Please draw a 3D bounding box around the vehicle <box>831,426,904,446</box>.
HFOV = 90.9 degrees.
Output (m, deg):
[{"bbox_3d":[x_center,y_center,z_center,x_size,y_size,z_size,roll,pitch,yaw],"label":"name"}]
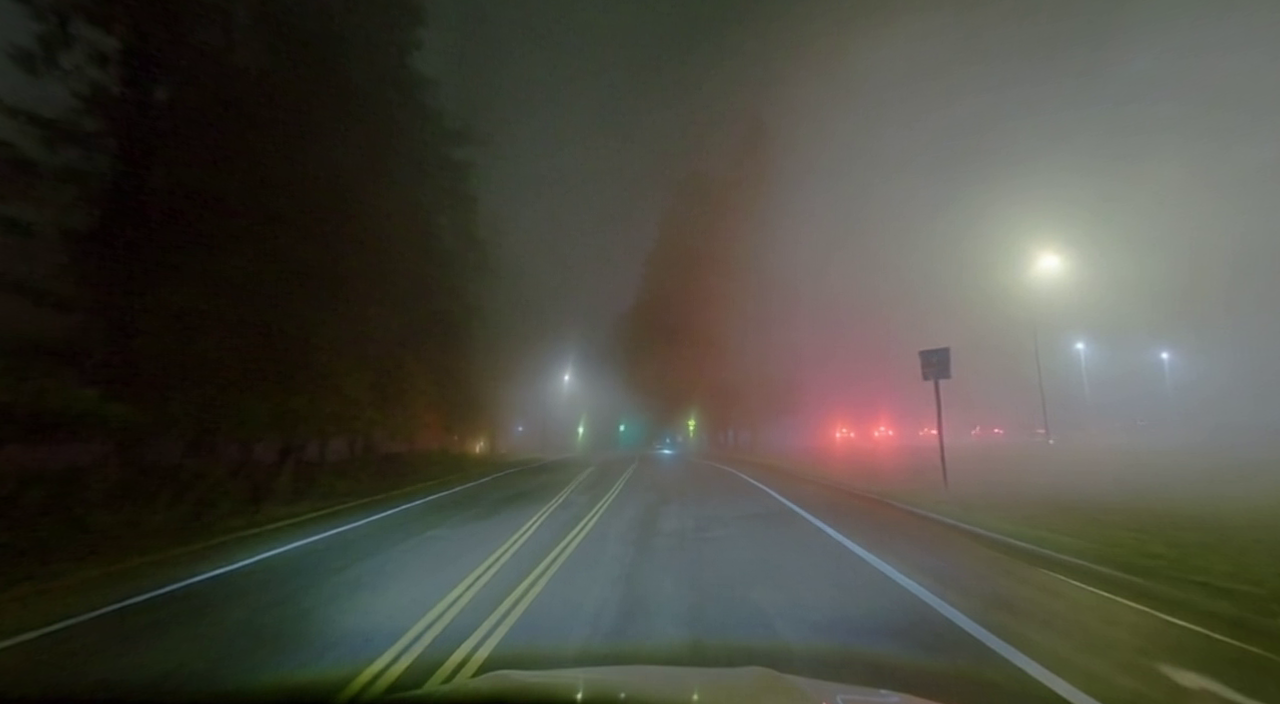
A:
[{"bbox_3d":[17.090,6.369,47.536,4.744,1.476,1.926,0,-8,-2],"label":"vehicle"}]
